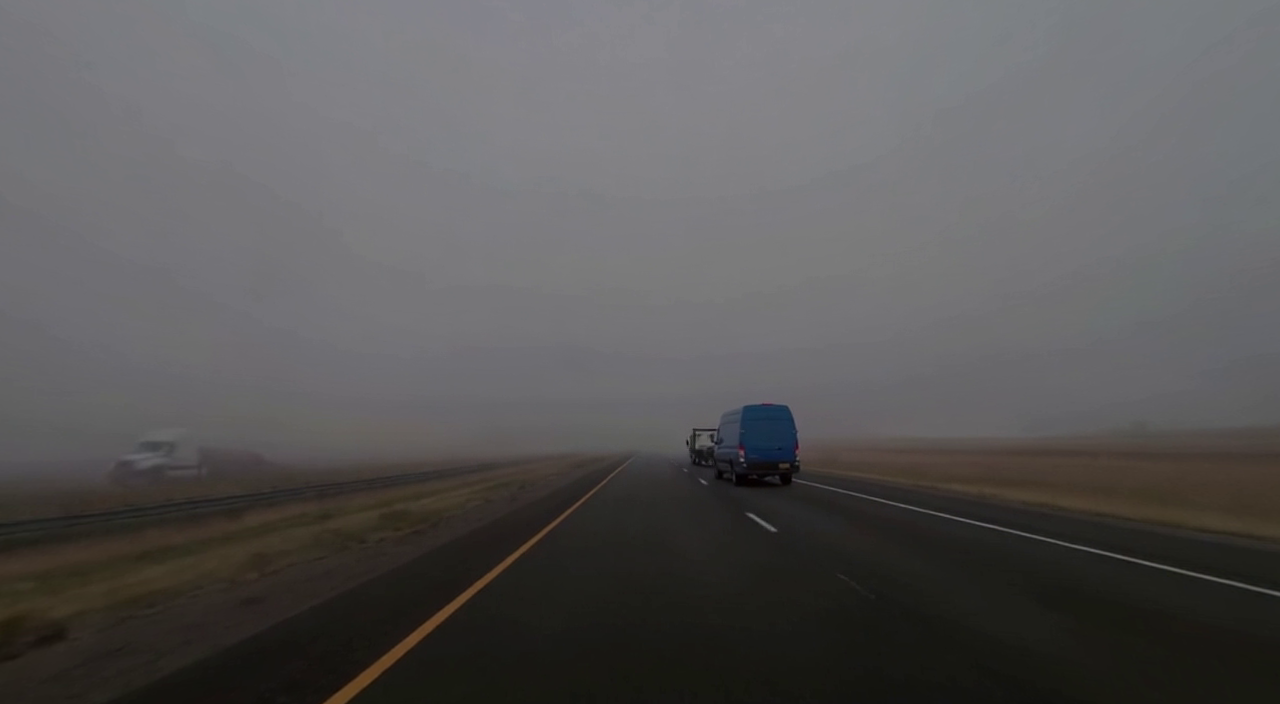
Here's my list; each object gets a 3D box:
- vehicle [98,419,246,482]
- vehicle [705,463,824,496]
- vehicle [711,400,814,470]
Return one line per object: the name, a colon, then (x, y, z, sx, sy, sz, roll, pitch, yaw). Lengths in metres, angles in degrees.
vehicle: (-32.357, 6.915, 44.363, 2.897, 3.901, 9.462, 0, -9, 1)
vehicle: (3.965, 4.297, 21.661, 2.702, 0.824, 6.391, 0, -9, -1)
vehicle: (3.980, 2.929, 21.706, 2.444, 2.053, 5.616, 0, -9, 0)
